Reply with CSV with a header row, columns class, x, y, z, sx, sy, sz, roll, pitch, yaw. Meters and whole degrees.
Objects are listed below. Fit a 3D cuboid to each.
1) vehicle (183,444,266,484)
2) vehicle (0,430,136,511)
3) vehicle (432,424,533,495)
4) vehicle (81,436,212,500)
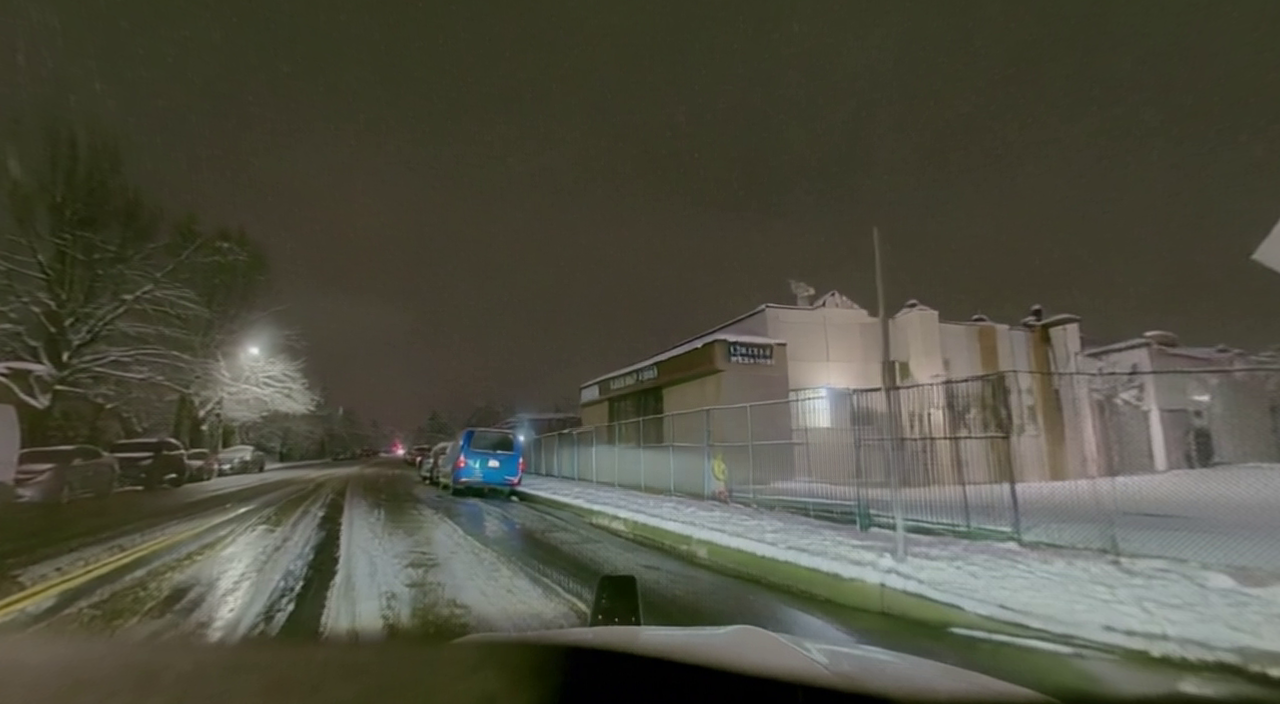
class,x,y,z,sx,sy,sz,roll,pitch,yaw
vehicle,-22.099,5.942,33.914,2.504,1.919,5.658,3,-9,-21
vehicle,-15.660,3.198,17.166,1.857,1.908,4.081,3,-11,-22
vehicle,-5.487,3.577,21.312,2.327,2.021,5.850,4,-9,-23
vehicle,-18.052,4.218,23.512,2.304,1.937,5.720,1,-8,-22
